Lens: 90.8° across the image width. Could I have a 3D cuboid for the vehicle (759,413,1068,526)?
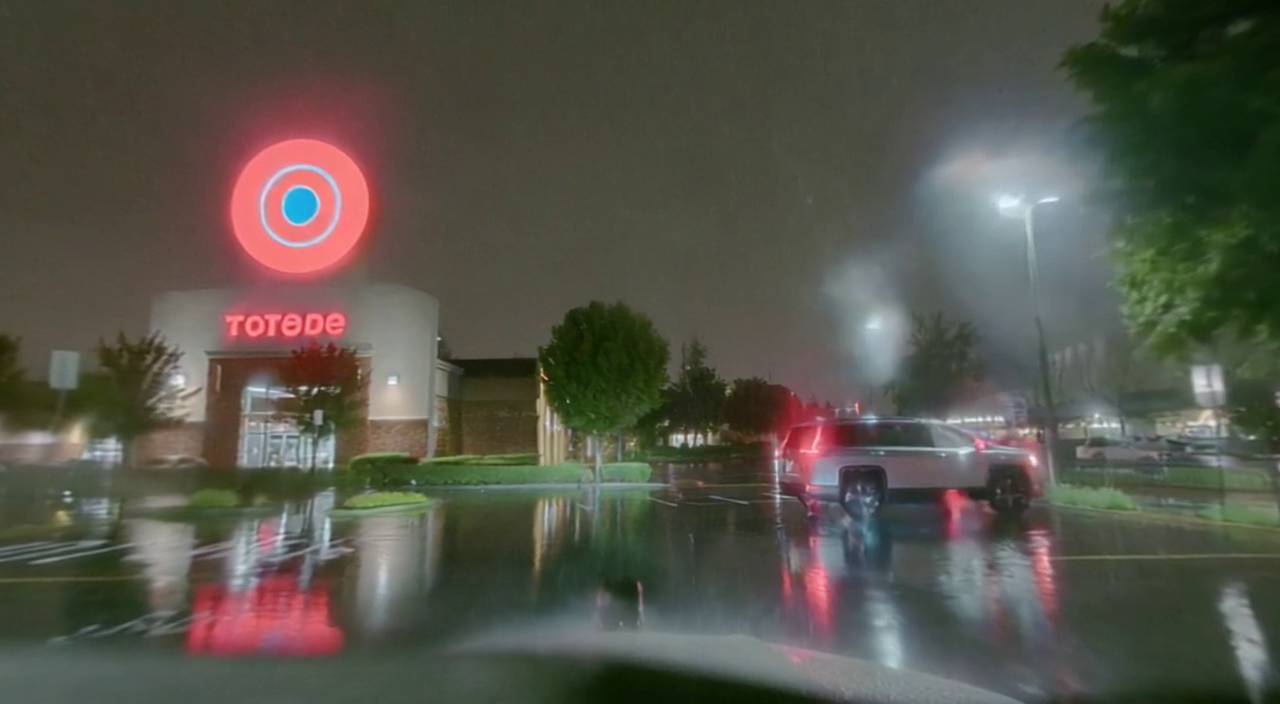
[{"bbox_3d":[5.077,2.220,12.315,4.864,1.916,2.413,1,-8,-6],"label":"vehicle"}]
